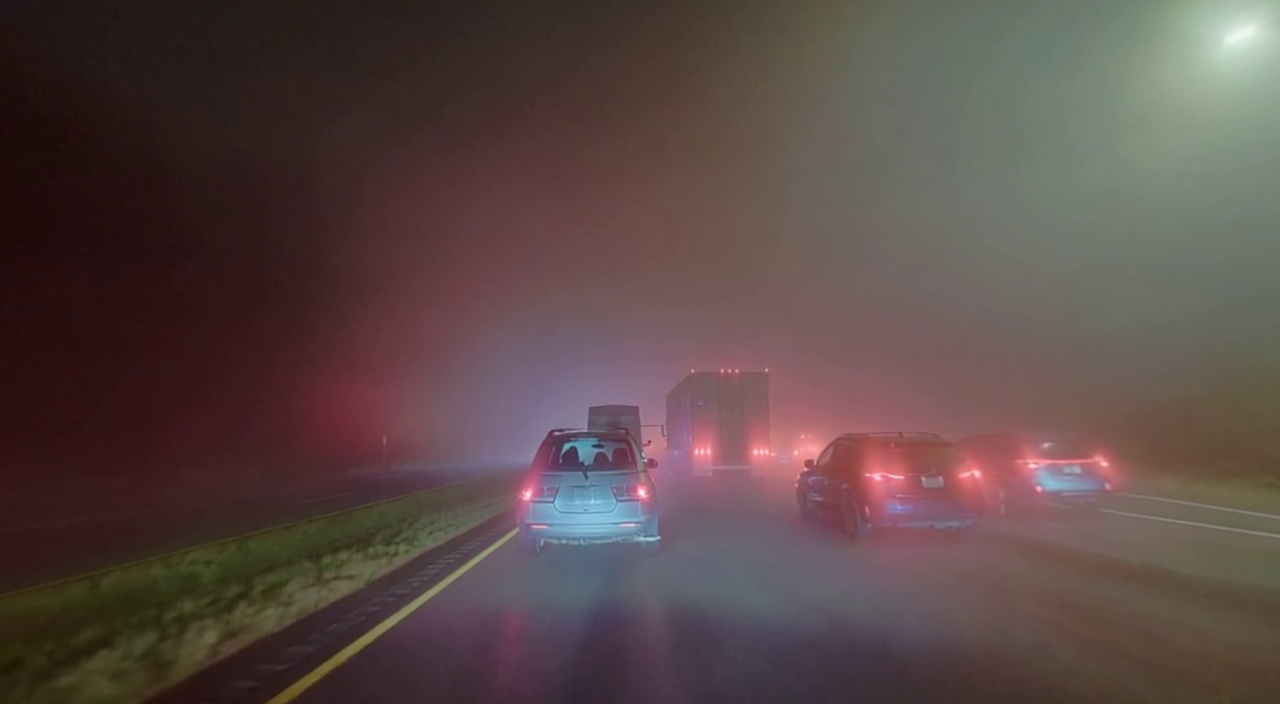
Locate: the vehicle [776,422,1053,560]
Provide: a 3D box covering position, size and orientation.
[{"bbox_3d":[3.566,1.885,9.395,1.960,1.515,4.713,0,-8,-1],"label":"vehicle"}]

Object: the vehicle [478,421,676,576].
[{"bbox_3d":[-0.703,1.791,8.505,2.009,1.554,4.013,0,-8,-2],"label":"vehicle"}]

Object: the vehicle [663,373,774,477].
[{"bbox_3d":[3.529,4.162,34.315,3.591,4.290,16.696,0,-8,-1],"label":"vehicle"}]
